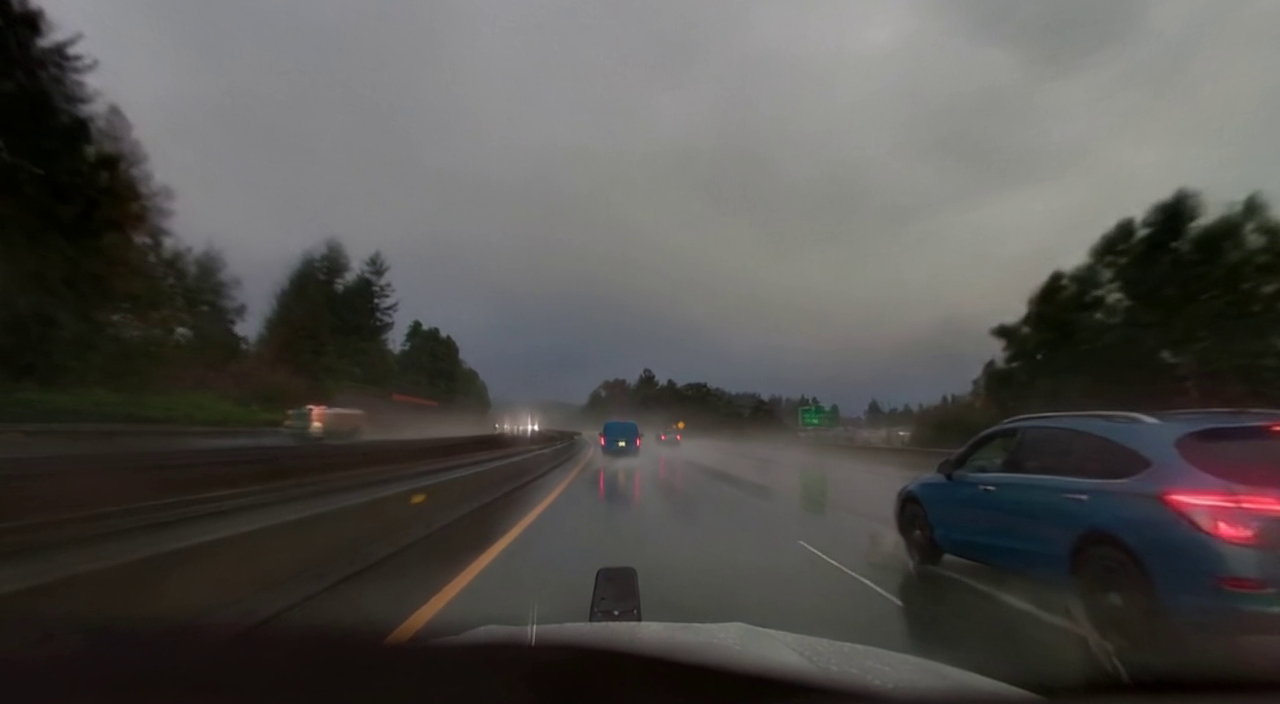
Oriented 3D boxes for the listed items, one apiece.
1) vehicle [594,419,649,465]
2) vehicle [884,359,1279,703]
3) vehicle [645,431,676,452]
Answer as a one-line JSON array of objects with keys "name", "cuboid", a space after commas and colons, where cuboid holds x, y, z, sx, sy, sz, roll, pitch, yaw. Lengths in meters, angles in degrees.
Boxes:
[{"name": "vehicle", "cuboid": [-0.920, 4.249, 29.911, 2.403, 1.994, 4.683, 0, -8, -3]}, {"name": "vehicle", "cuboid": [3.442, 1.052, 3.999, 2.078, 1.600, 4.012, 0, -8, -1]}, {"name": "vehicle", "cuboid": [1.585, 7.024, 49.737, 1.996, 1.589, 3.715, 1, -8, -5]}]
